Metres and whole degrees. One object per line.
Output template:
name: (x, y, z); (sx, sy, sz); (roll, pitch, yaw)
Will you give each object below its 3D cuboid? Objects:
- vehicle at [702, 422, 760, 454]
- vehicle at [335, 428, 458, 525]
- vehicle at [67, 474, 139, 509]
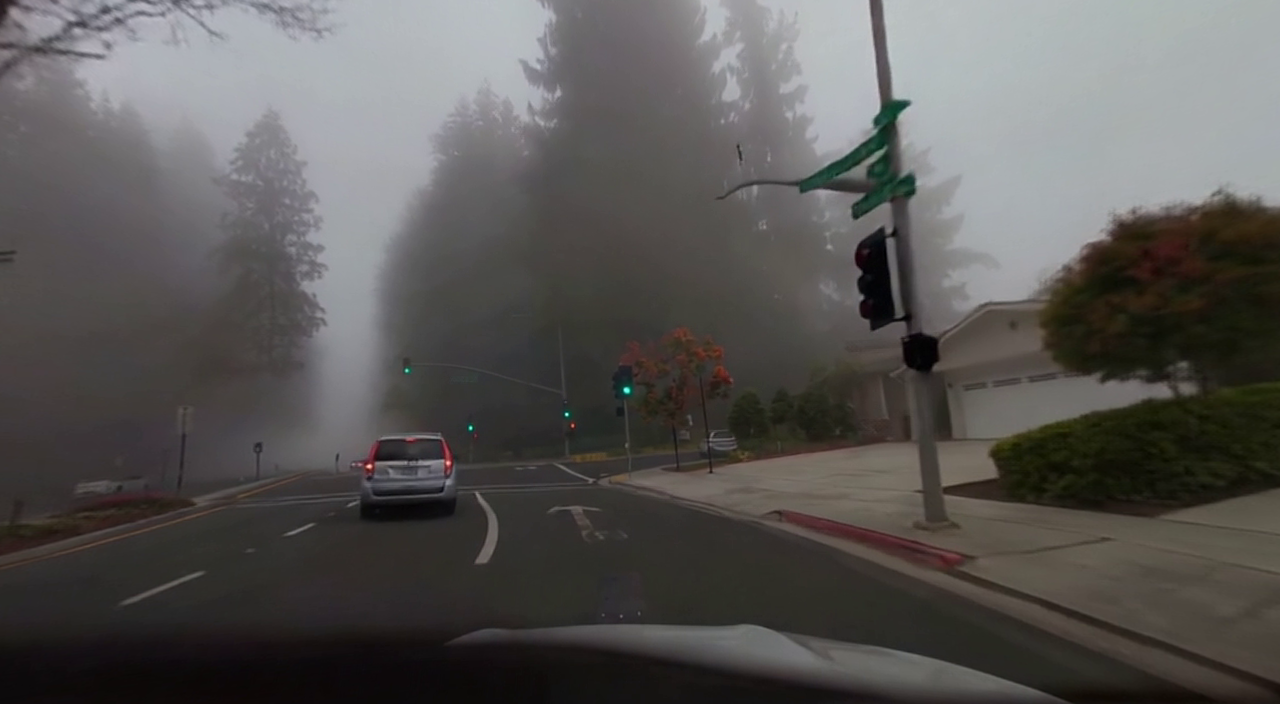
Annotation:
vehicle: (4.589, 4.442, 32.531); (1.911, 1.516, 4.251); (1, -9, -7)
vehicle: (-4.978, 2.544, 13.513); (1.990, 1.707, 4.225); (2, -9, -16)
vehicle: (-31.132, 8.032, 36.779); (1.943, 1.677, 4.176); (3, -9, -23)
